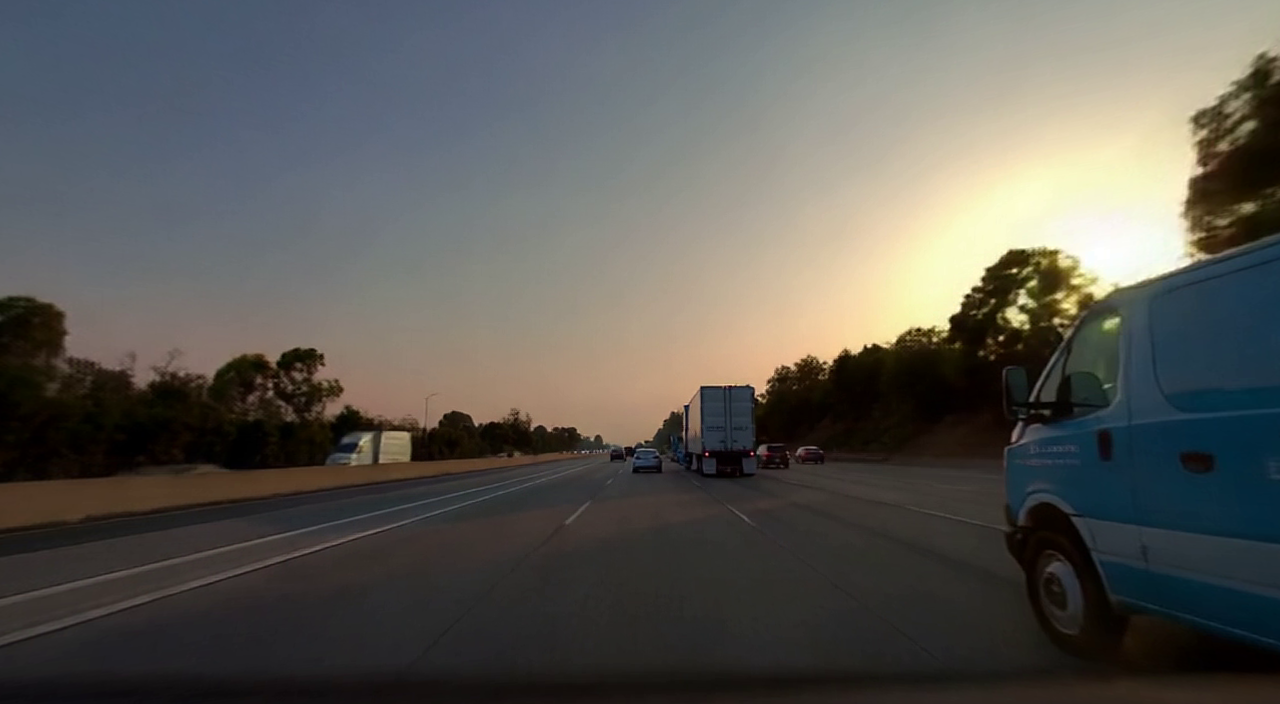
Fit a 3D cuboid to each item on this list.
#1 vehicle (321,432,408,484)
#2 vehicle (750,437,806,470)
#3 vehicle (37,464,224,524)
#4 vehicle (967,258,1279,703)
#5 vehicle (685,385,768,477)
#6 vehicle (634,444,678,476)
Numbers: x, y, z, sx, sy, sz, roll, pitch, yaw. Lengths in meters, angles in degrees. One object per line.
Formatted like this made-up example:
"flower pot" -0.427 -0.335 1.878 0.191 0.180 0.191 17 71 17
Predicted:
"vehicle" -19.173 7.409 44.442 2.785 3.296 6.892 0 -9 1
"vehicle" 7.860 5.844 36.365 2.144 1.769 4.540 0 -9 -1
"vehicle" -15.557 4.332 19.703 1.865 1.500 4.707 0 -9 1
"vehicle" 3.770 0.546 1.890 2.441 2.017 5.739 0 -9 0
"vehicle" 4.330 4.489 34.611 2.821 4.077 12.562 0 -9 0
"vehicle" 0.728 5.434 31.898 2.063 1.469 4.208 0 -9 0
